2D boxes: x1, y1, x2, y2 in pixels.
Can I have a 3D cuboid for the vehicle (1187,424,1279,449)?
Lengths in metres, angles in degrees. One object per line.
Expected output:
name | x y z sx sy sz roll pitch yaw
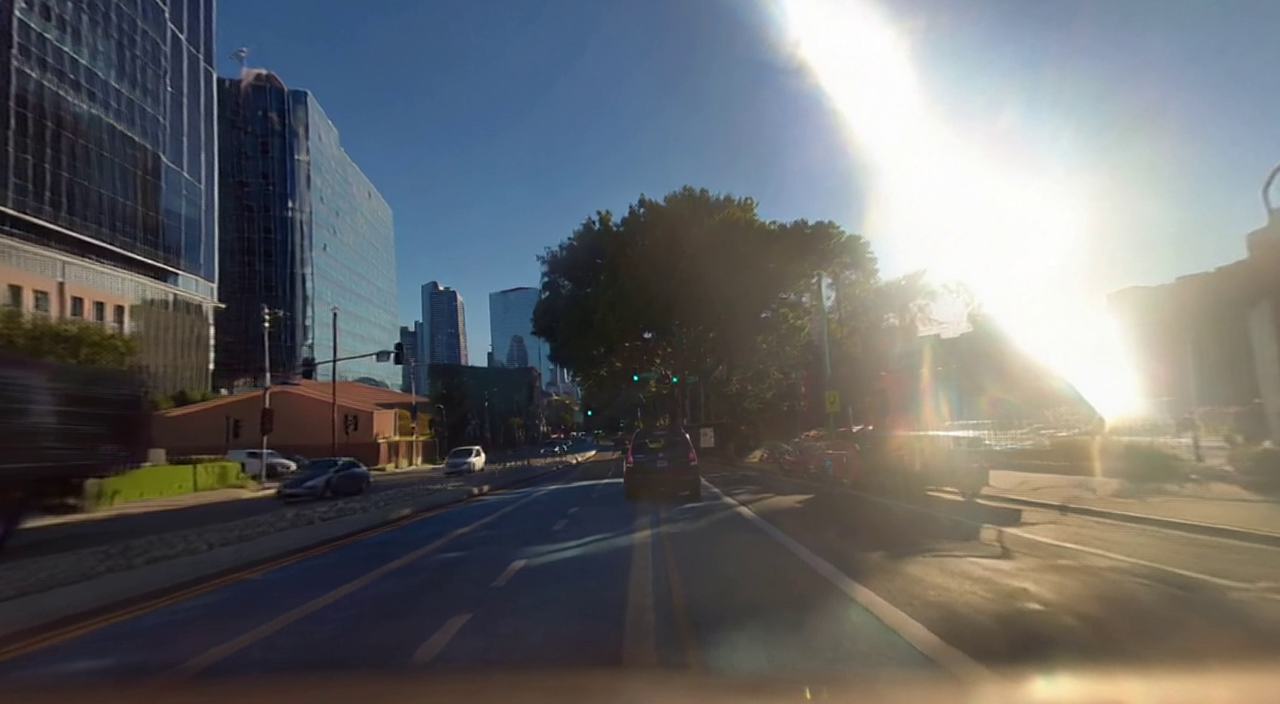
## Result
vehicle | 38.795 5.520 41.240 4.286 1.625 1.809 0 -8 0

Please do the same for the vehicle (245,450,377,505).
vehicle | -10.476 3.992 20.540 2.019 1.547 4.315 0 -9 -1

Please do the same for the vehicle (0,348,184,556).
vehicle | -13.632 1.753 10.953 3.101 3.878 10.902 0 -9 1

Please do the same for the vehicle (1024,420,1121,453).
vehicle | 28.298 5.555 41.330 4.655 1.852 2.161 -2 -10 -2

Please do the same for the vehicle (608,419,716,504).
vehicle | 0.441 2.651 15.520 2.283 1.773 4.255 0 -9 0

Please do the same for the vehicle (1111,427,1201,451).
vehicle | 33.623 5.714 41.169 4.275 1.487 1.781 0 -9 1

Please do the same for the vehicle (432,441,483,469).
vehicle | -12.706 7.200 44.228 1.975 1.820 4.838 -1 -9 2

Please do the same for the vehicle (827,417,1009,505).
vehicle | 6.608 2.677 15.823 2.205 1.823 5.078 0 -9 0
